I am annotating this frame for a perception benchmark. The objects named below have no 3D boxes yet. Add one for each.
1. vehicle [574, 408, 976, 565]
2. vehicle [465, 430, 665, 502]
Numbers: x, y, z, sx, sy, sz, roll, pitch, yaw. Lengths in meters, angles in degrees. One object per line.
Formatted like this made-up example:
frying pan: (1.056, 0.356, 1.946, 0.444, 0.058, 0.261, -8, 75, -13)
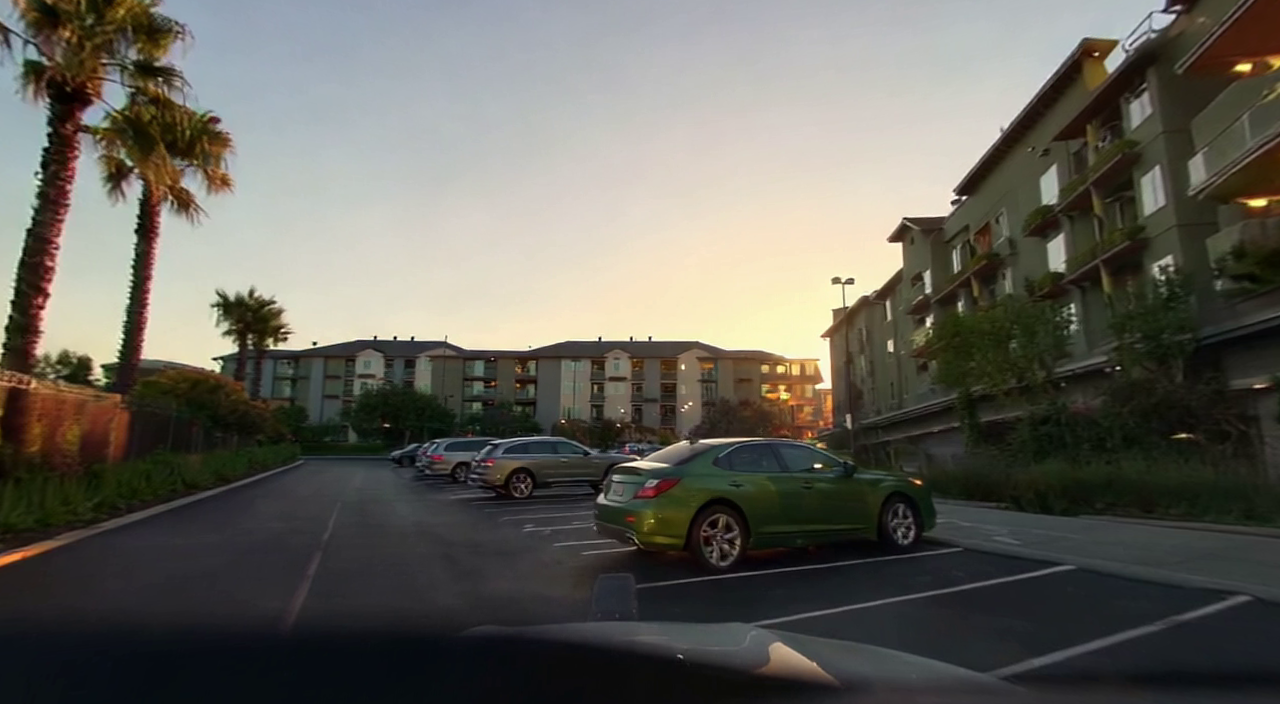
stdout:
vehicle: (1.767, 1.787, 8.103, 4.803, 1.520, 1.894, 7, -16, -26)
vehicle: (-2.133, 3.249, 18.450, 5.381, 1.826, 2.047, 4, -10, -27)
